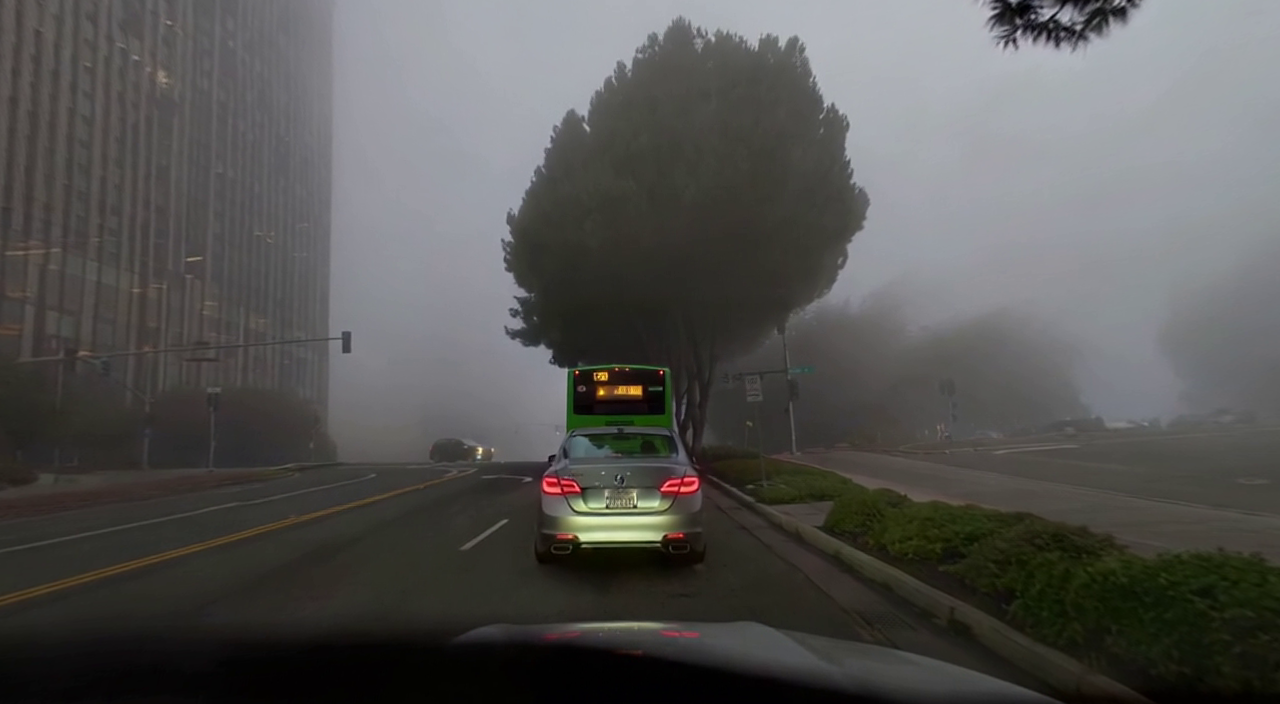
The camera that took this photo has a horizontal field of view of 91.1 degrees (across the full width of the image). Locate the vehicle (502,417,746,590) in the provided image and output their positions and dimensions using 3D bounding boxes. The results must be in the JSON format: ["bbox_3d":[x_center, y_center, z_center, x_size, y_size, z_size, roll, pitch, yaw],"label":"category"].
[{"bbox_3d":[-0.186,1.547,7.358,2.064,1.452,3.942,0,-8,-2],"label":"vehicle"}]
